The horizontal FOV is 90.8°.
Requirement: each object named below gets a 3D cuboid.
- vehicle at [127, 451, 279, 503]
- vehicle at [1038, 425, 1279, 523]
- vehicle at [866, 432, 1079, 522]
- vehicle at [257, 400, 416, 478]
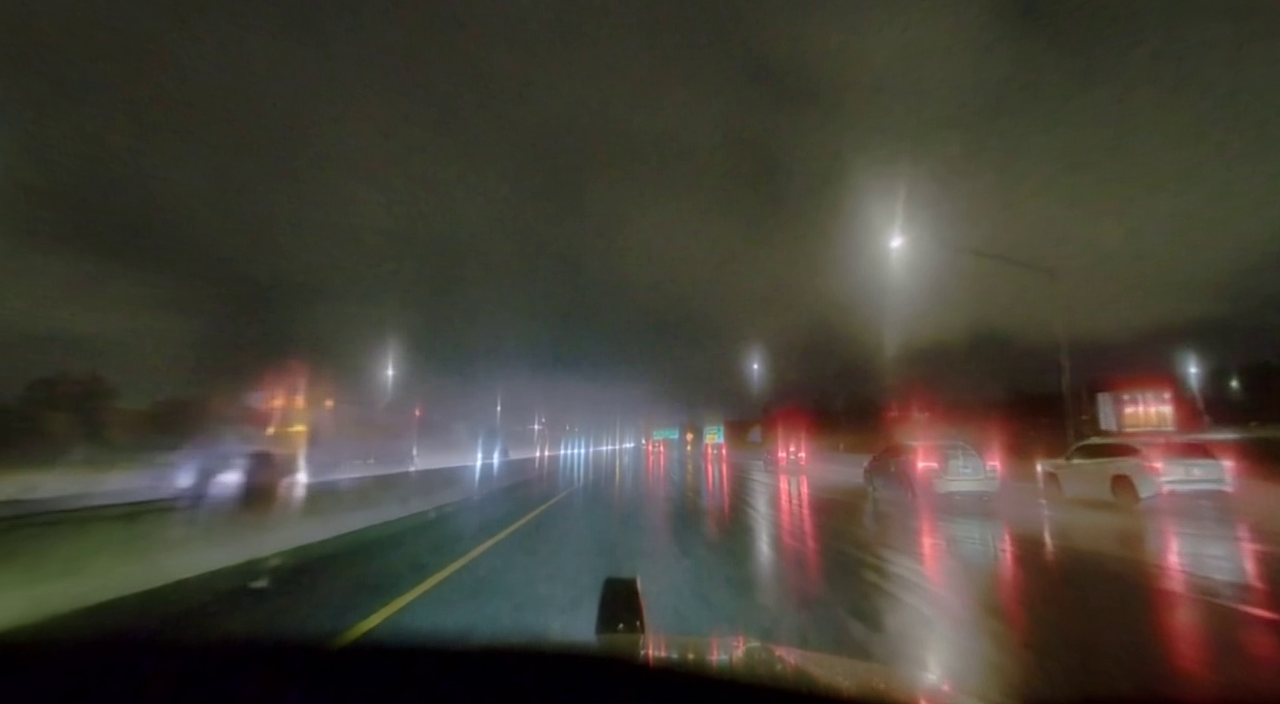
[{"bbox_3d":[-14.156,4.024,20.845,1.895,1.474,4.394,0,-8,0],"label":"vehicle"},{"bbox_3d":[10.895,2.463,13.372,2.068,1.680,4.361,-1,-8,1],"label":"vehicle"},{"bbox_3d":[6.705,2.548,13.503,1.901,1.548,4.684,0,-8,-1],"label":"vehicle"},{"bbox_3d":[-17.874,5.445,39.017,2.989,3.924,13.704,0,-8,0],"label":"vehicle"}]
